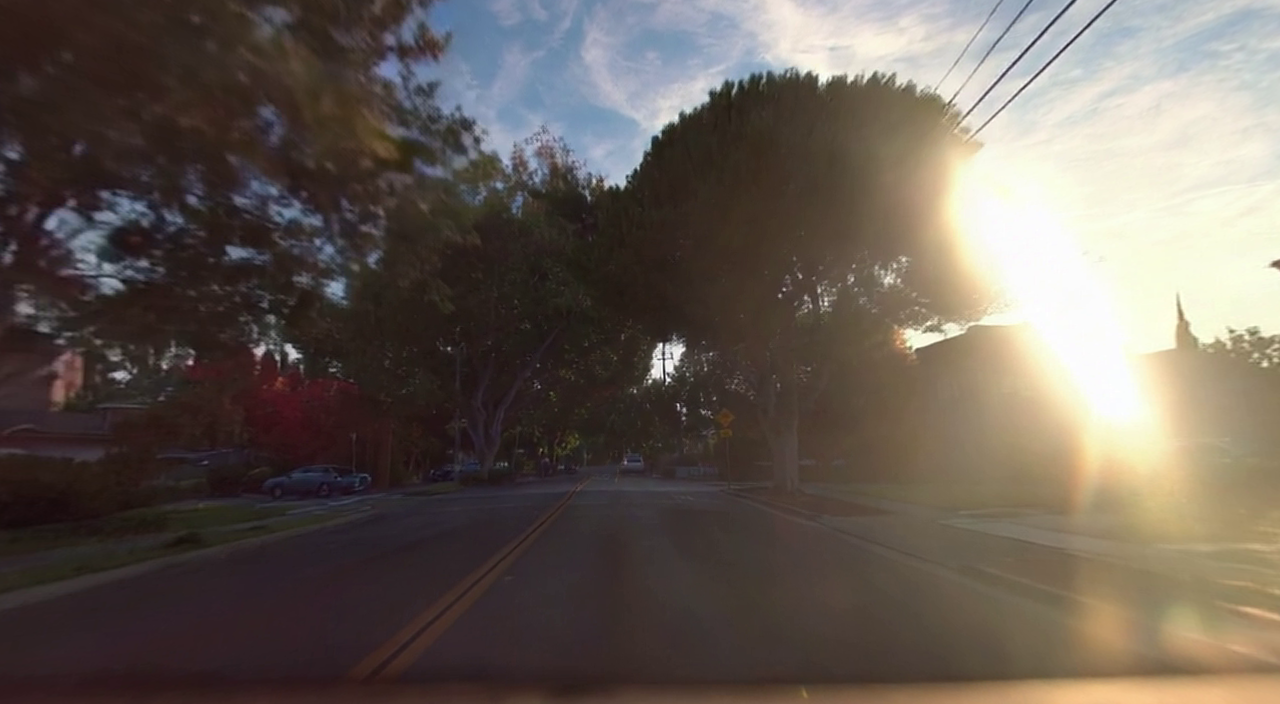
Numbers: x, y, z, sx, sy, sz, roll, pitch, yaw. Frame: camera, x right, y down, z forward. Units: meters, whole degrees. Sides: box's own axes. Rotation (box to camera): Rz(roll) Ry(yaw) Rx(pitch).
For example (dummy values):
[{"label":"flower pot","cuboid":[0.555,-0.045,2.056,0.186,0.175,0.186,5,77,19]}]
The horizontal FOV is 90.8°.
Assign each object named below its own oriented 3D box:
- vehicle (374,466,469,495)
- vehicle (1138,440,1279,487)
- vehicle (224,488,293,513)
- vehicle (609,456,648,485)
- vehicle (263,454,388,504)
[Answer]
[{"label":"vehicle","cuboid":[-12.513,7.368,36.302,4.676,1.484,2.068,-1,-9,12]},{"label":"vehicle","cuboid":[23.586,4.551,26.000,4.330,1.767,1.946,-1,-9,15]},{"label":"vehicle","cuboid":[-25.837,10.081,42.859,3.733,1.480,1.672,-2,-9,10]},{"label":"vehicle","cuboid":[-0.701,6.644,35.540,2.022,1.481,4.050,1,-9,-3]},{"label":"vehicle","cuboid":[-17.153,6.890,34.628,5.586,2.532,2.444,-1,-9,8]}]
